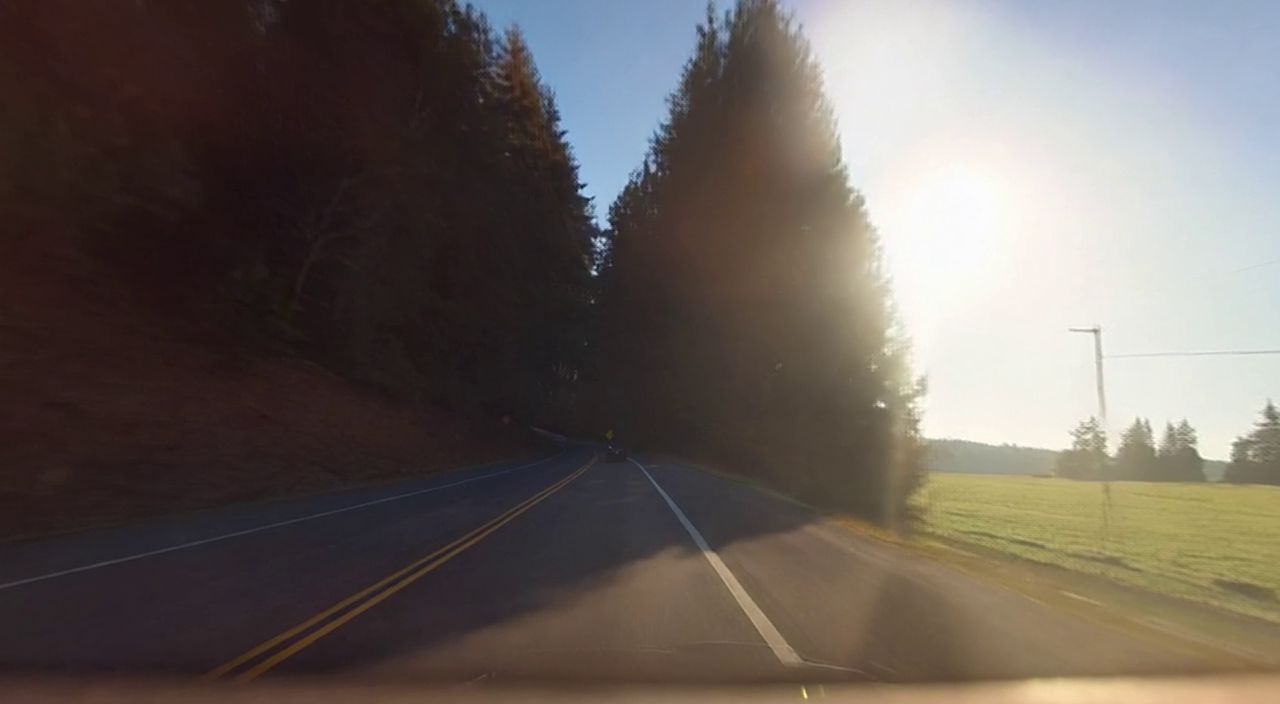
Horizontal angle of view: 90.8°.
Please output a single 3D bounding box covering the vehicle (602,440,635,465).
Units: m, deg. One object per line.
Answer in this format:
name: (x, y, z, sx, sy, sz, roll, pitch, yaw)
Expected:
vehicle: (-1.363, 6.543, 41.149, 2.042, 1.489, 3.963, 0, -9, -2)
